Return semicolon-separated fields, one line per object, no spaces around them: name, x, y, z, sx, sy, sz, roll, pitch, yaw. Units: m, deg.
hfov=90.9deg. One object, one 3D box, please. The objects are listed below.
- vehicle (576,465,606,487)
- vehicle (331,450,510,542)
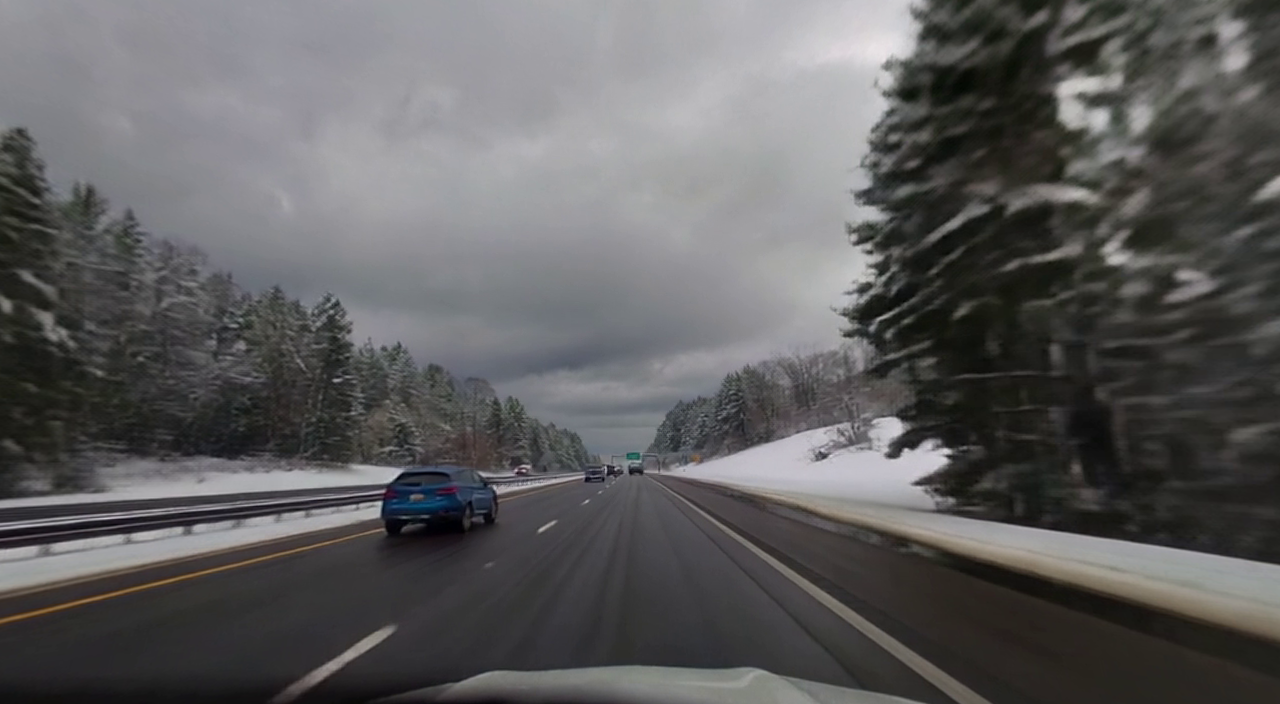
vehicle;-3.703;9.515;48.439;2.006;1.516;4.820;1;-11;0
vehicle;-4.268;2.914;13.215;2.040;1.525;4.603;1;-11;1
